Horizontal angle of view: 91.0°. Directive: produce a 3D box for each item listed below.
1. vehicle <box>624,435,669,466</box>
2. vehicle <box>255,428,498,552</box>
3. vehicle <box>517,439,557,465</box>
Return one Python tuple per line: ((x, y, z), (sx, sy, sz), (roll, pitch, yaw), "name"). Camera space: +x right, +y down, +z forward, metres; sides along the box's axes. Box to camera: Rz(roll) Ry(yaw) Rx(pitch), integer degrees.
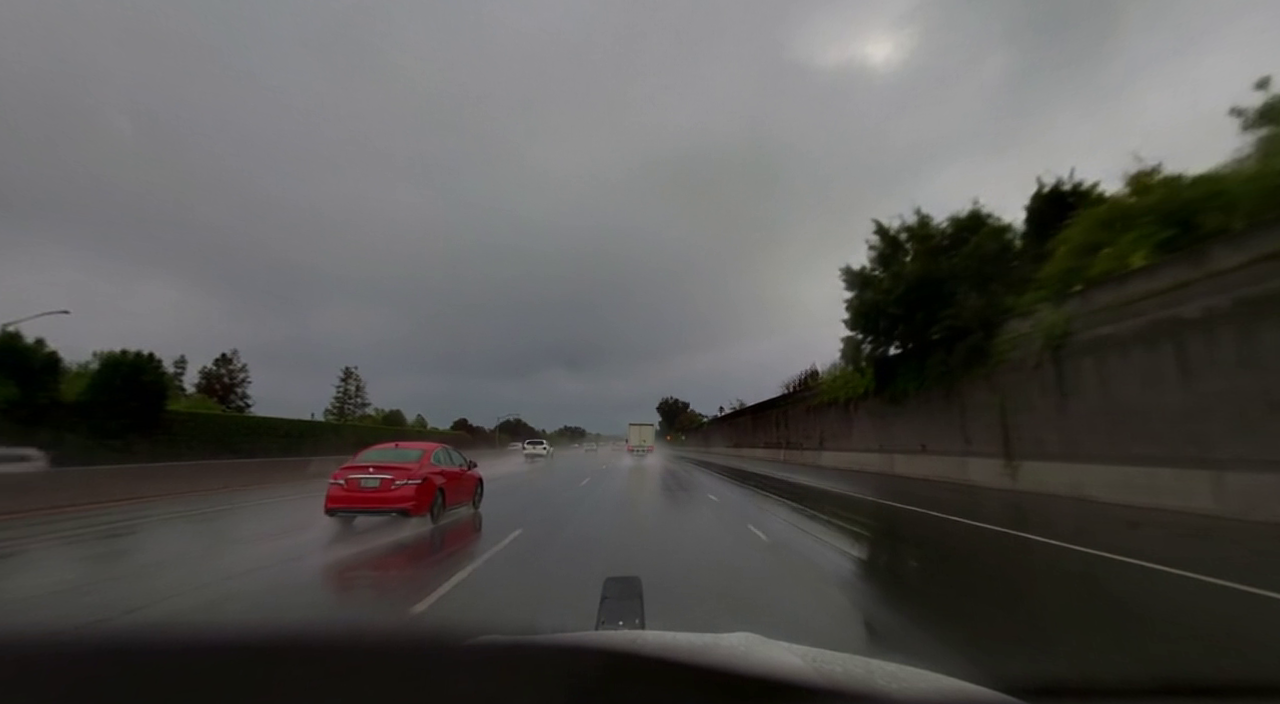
((0.339, 6.631, 42.485), (2.856, 1.994, 4.931), (0, -9, -1), "vehicle")
((-3.778, 2.045, 10.058), (2.000, 1.512, 4.371), (0, -9, 0), "vehicle")
((-7.421, 7.228, 45.684), (2.068, 1.757, 4.611), (0, -8, 0), "vehicle")
